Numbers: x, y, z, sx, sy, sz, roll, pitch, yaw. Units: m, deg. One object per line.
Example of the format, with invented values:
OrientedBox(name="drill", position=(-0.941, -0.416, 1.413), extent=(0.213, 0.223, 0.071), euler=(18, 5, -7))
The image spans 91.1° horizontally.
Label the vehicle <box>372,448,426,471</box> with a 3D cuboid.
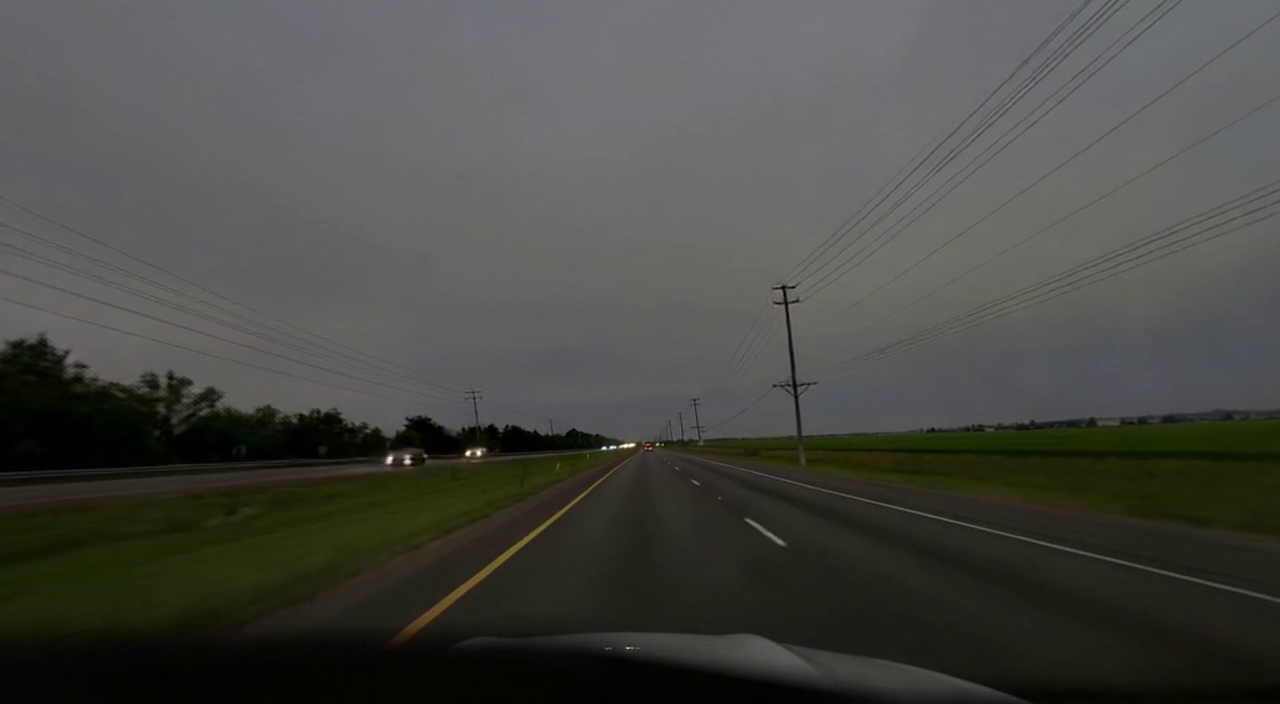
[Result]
OrientedBox(name="vehicle", position=(-16.525, 7.359, 43.251), extent=(1.874, 1.441, 4.450), euler=(0, -8, 1))
